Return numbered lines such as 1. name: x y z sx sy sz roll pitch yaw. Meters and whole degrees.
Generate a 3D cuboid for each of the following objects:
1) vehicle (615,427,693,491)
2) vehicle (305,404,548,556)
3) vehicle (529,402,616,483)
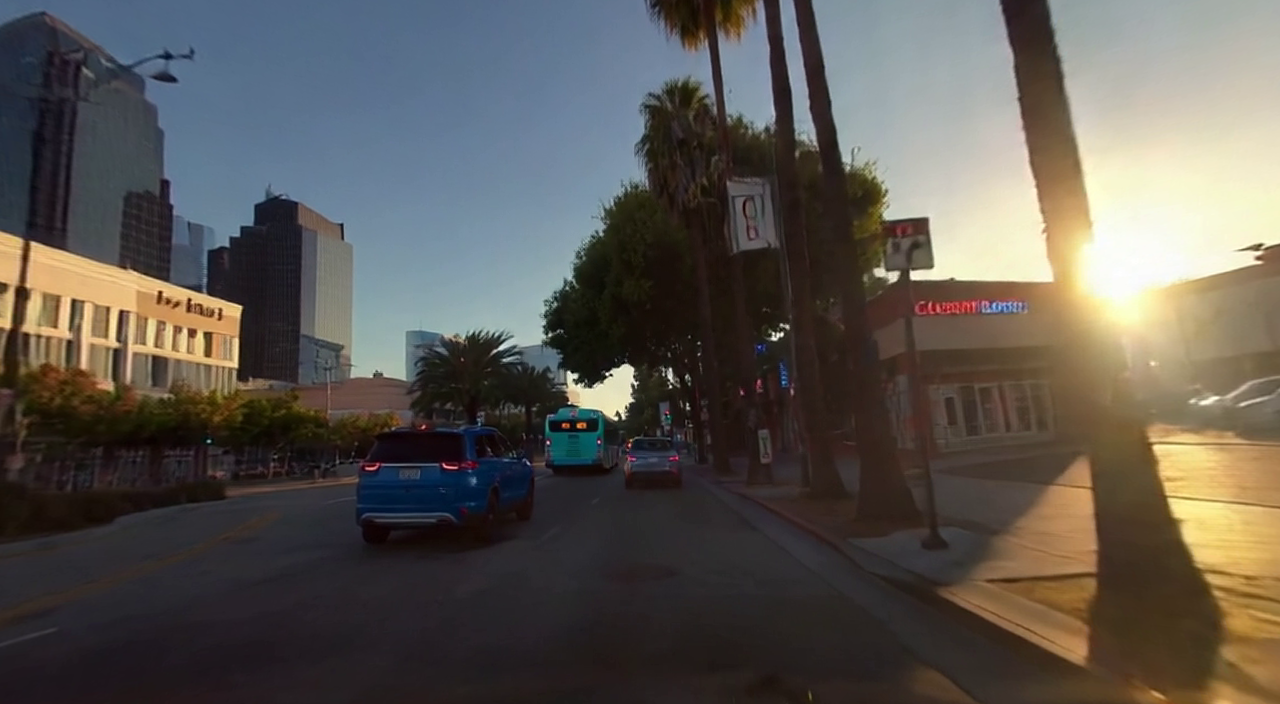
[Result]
1. vehicle: 0.385 3.229 19.271 2.120 1.727 3.917 0 -8 0
2. vehicle: -2.894 1.868 9.906 2.124 1.799 4.587 0 -8 1
3. vehicle: -2.714 4.049 28.200 2.775 3.064 8.297 -1 -8 2
